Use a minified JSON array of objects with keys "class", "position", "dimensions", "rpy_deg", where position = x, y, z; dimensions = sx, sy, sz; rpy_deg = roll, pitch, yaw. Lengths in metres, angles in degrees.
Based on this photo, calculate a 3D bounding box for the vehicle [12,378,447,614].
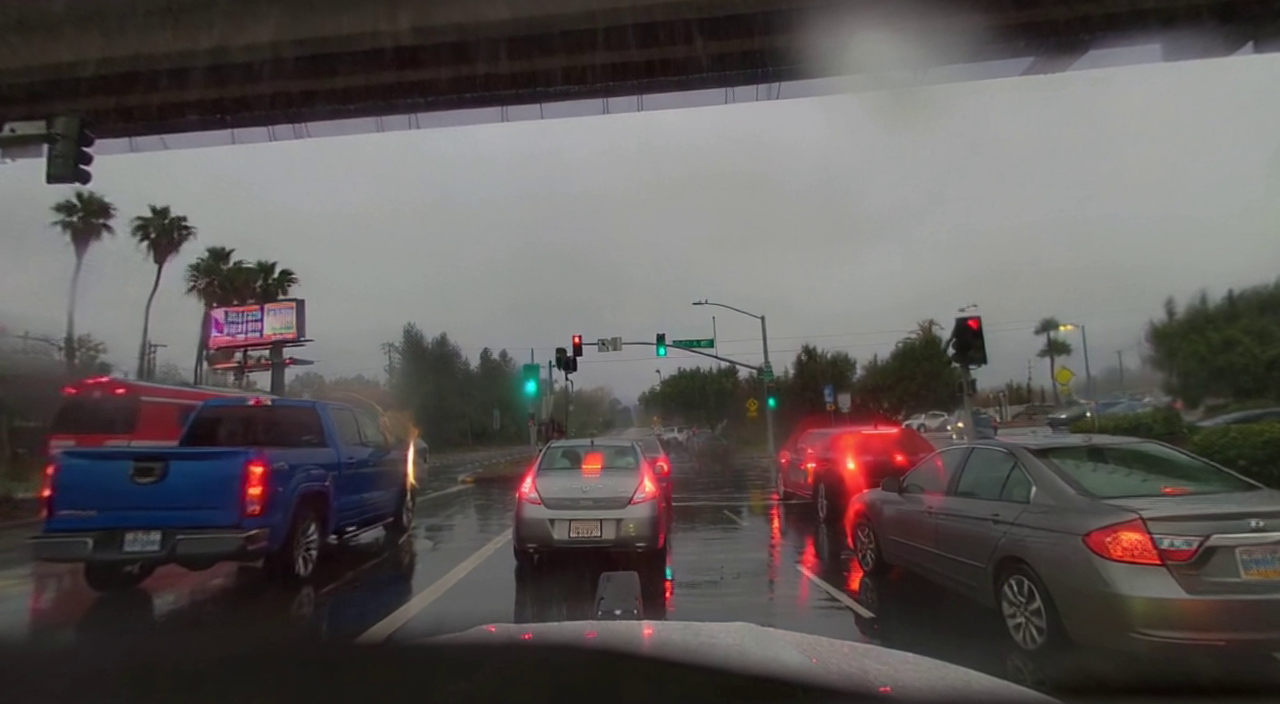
[{"class":"vehicle","position":[-4.080,1.543,7.815],"dimensions":[2.078,1.838,5.448],"rpy_deg":[1,-9,-5]}]

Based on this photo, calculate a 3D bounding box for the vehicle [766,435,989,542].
[{"class":"vehicle","position":[3.724,2.215,10.969],"dimensions":[1.965,1.448,4.486],"rpy_deg":[0,-9,-2]}]

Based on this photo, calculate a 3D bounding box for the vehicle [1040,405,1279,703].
[{"class":"vehicle","position":[3.891,0.890,2.161],"dimensions":[2.052,1.496,4.541],"rpy_deg":[0,-9,0]}]

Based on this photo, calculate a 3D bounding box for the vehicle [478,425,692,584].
[{"class":"vehicle","position":[-0.620,1.766,8.159],"dimensions":[2.035,1.491,4.090],"rpy_deg":[0,-9,-3]}]

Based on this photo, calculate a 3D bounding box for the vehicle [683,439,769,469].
[{"class":"vehicle","position":[4.245,5.132,31.940],"dimensions":[1.878,1.428,4.416],"rpy_deg":[5,-10,-32]}]
